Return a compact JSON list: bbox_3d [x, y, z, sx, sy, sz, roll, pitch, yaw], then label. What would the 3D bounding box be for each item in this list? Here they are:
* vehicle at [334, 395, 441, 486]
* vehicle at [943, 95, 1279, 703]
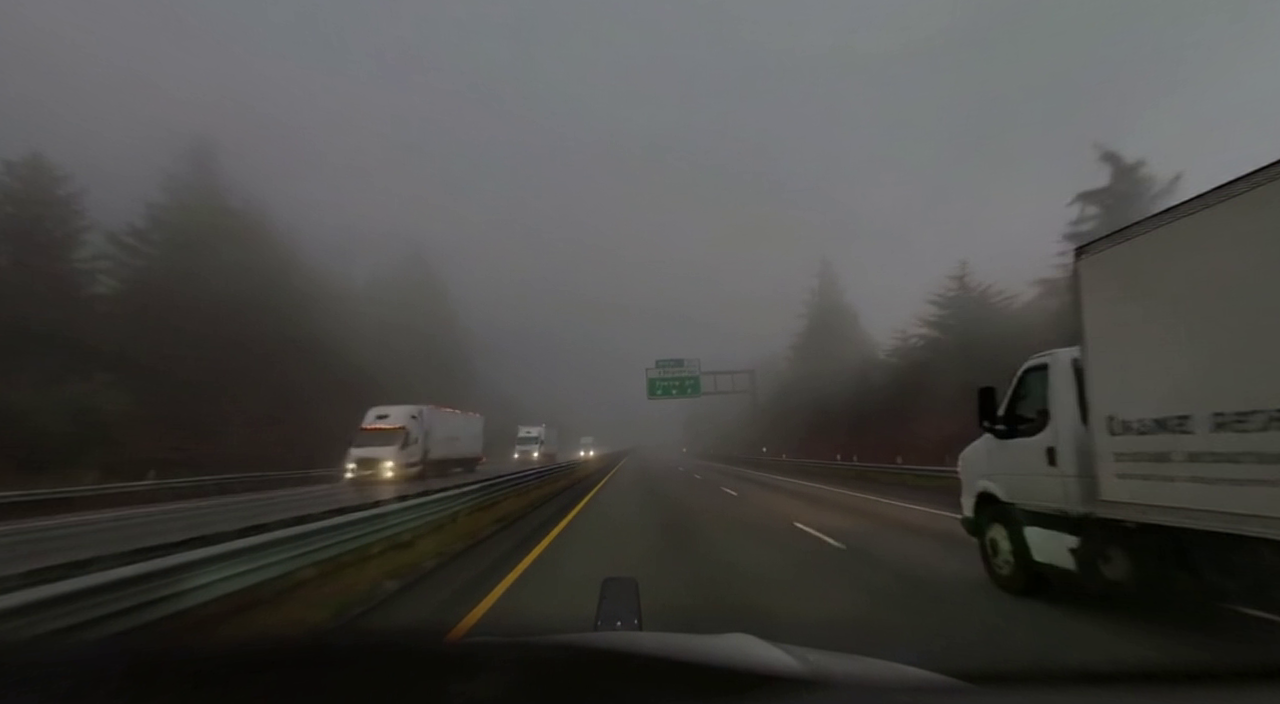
[{"bbox_3d":[-12.904,4.656,32.824,3.096,4.310,5.698,0,-9,0],"label":"vehicle"},{"bbox_3d":[4.057,0.180,2.077,2.449,2.805,6.763,0,-9,-2],"label":"vehicle"}]
